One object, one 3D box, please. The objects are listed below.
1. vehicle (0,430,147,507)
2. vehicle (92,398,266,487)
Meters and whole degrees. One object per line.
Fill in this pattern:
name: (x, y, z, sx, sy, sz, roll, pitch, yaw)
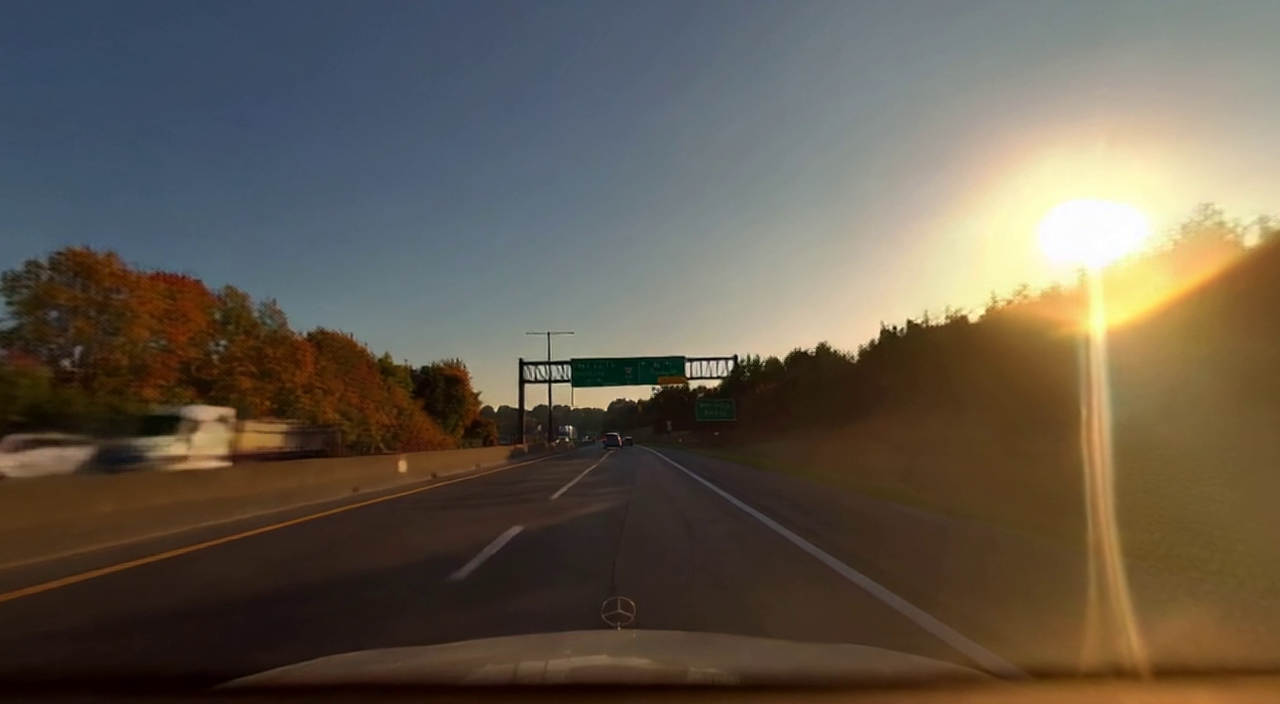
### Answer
vehicle: (-15.619, 2.871, 15.895, 2.053, 1.724, 5.287, 0, -8, 1)
vehicle: (-15.600, 3.097, 21.773, 2.372, 2.705, 4.535, -1, -8, 2)
